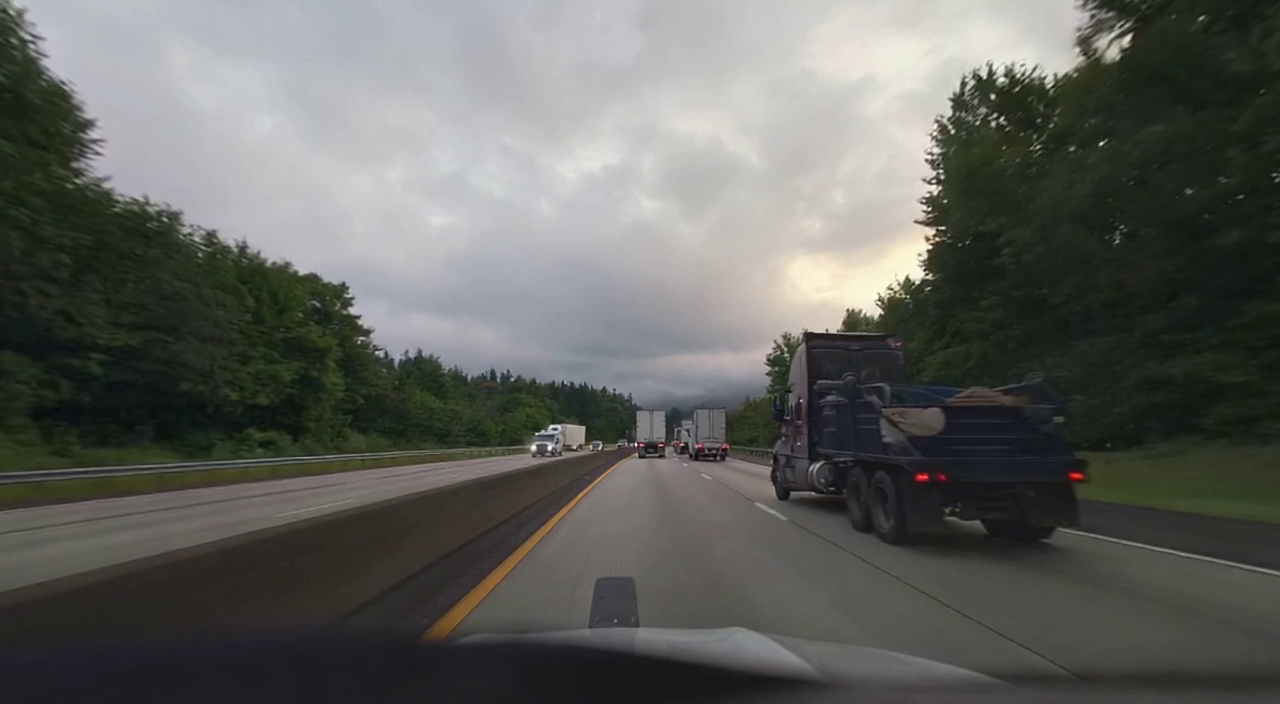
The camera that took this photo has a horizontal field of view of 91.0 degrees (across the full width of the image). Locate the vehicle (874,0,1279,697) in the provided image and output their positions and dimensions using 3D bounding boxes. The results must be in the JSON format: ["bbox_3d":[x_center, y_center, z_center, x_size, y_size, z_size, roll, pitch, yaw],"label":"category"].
[{"bbox_3d":[4.847,-0.441,1.772,2.885,4.049,13.827,0,-8,-1],"label":"vehicle"}]

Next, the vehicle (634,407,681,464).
[{"bbox_3d":[1.004,5.303,39.973,2.644,3.247,7.454,0,-8,0],"label":"vehicle"}]

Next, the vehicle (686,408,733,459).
[{"bbox_3d":[5.221,6.303,48.384,2.956,3.604,6.277,-1,-8,1],"label":"vehicle"}]
